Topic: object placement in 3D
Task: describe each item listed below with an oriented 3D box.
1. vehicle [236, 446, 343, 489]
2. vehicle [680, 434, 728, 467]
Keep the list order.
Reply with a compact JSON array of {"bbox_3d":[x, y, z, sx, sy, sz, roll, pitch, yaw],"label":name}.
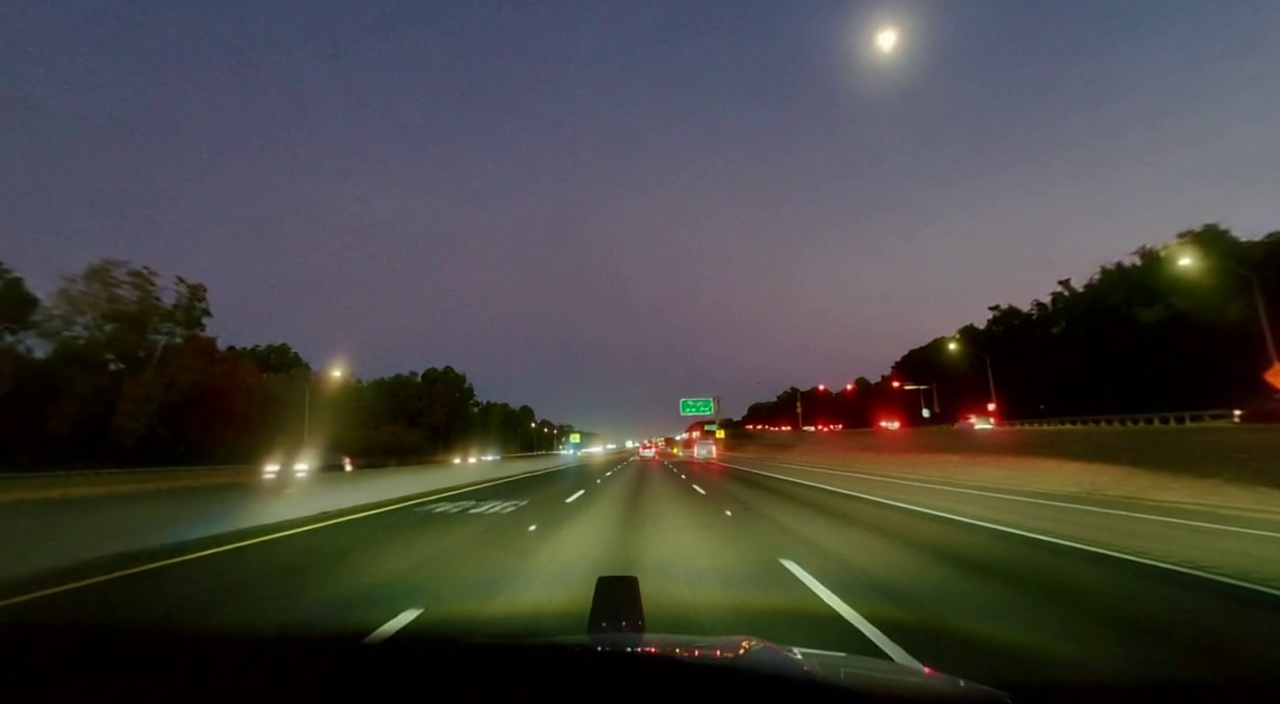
[{"bbox_3d":[-15.104,4.955,27.543,1.995,1.685,4.620,0,-8,1],"label":"vehicle"},{"bbox_3d":[4.186,6.610,42.317,2.505,2.020,5.532,0,-9,-1],"label":"vehicle"}]
